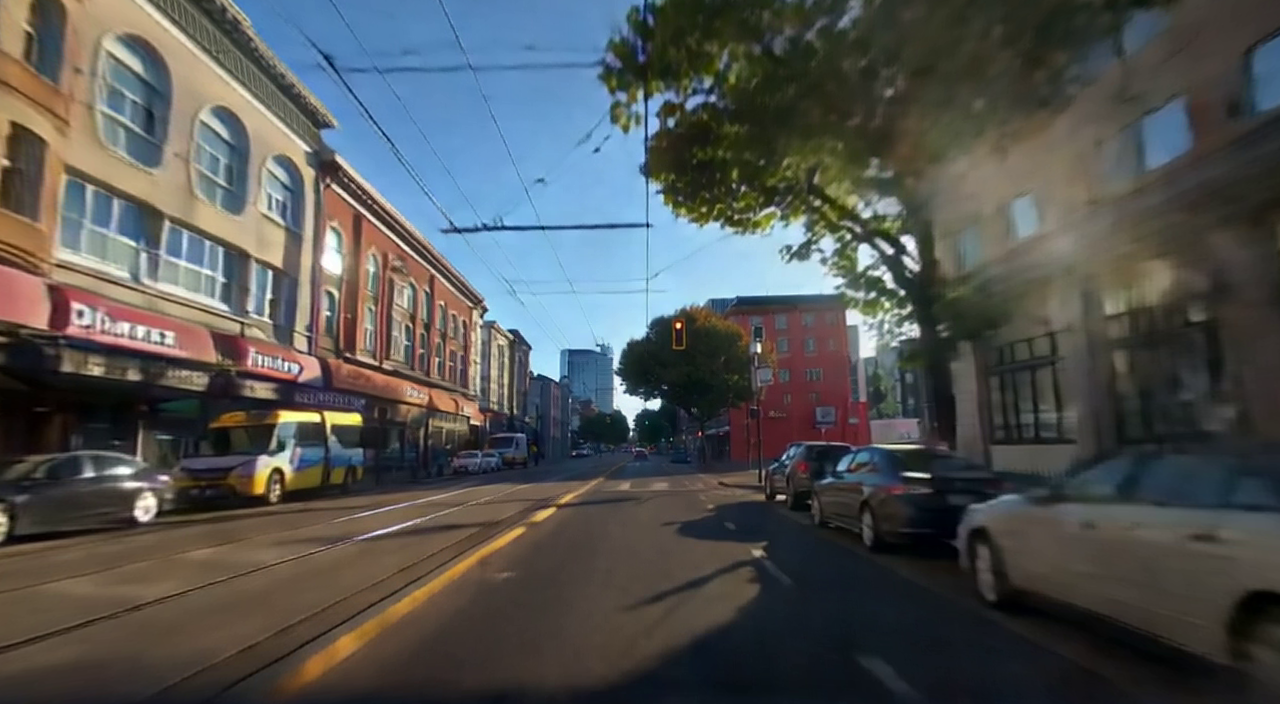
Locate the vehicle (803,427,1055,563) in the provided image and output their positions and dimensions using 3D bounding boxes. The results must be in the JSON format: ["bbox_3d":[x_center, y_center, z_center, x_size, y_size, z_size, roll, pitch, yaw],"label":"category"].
[{"bbox_3d":[3.786,1.913,9.213,1.752,1.510,4.191,0,-8,1],"label":"vehicle"}]

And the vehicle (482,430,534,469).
[{"bbox_3d":[-10.028,7.493,48.633,2.378,2.765,7.920,0,-8,0],"label":"vehicle"}]

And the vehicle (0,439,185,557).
[{"bbox_3d":[-10.012,2.255,10.229,1.837,1.668,4.354,-1,-8,2],"label":"vehicle"}]

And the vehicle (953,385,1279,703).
[{"bbox_3d":[3.676,1.040,3.552,1.815,1.537,3.799,0,-9,0],"label":"vehicle"}]

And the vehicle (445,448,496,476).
[{"bbox_3d":[-9.719,6.328,36.410,1.897,1.464,4.209,0,-8,-2],"label":"vehicle"}]

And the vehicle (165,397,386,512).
[{"bbox_3d":[-10.059,2.942,18.369,2.291,2.745,6.492,-1,-9,2],"label":"vehicle"}]
